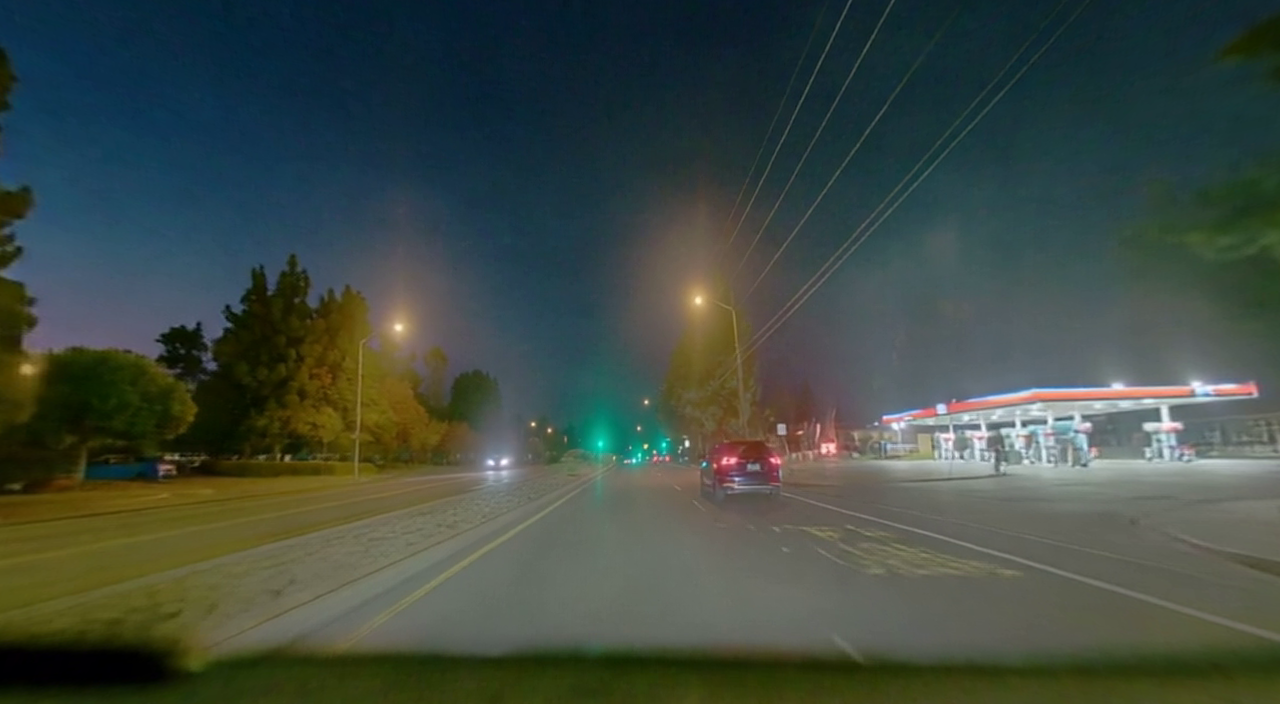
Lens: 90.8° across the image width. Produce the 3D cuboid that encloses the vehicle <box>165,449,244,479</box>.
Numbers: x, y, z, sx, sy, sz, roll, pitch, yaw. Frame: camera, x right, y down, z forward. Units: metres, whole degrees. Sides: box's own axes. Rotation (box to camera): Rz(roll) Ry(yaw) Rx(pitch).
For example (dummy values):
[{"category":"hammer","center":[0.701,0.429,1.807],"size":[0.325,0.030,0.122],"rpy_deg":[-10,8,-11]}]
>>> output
[{"category":"vehicle","center":[-29.902,7.684,43.609],"size":[2.116,1.874,4.709],"rpy_deg":[0,-9,-1]}]

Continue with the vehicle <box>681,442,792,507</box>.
[{"category":"vehicle","center":[2.377,3.155,16.810],"size":[2.061,1.475,4.296],"rpy_deg":[0,-9,-3]}]

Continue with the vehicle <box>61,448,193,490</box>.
[{"category":"vehicle","center":[-24.544,5.569,30.548],"size":[2.082,1.829,5.094],"rpy_deg":[0,-9,-1]}]

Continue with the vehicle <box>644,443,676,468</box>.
[{"category":"vehicle","center":[1.537,8.099,49.822],"size":[2.115,1.840,4.777],"rpy_deg":[0,-9,-3]}]
